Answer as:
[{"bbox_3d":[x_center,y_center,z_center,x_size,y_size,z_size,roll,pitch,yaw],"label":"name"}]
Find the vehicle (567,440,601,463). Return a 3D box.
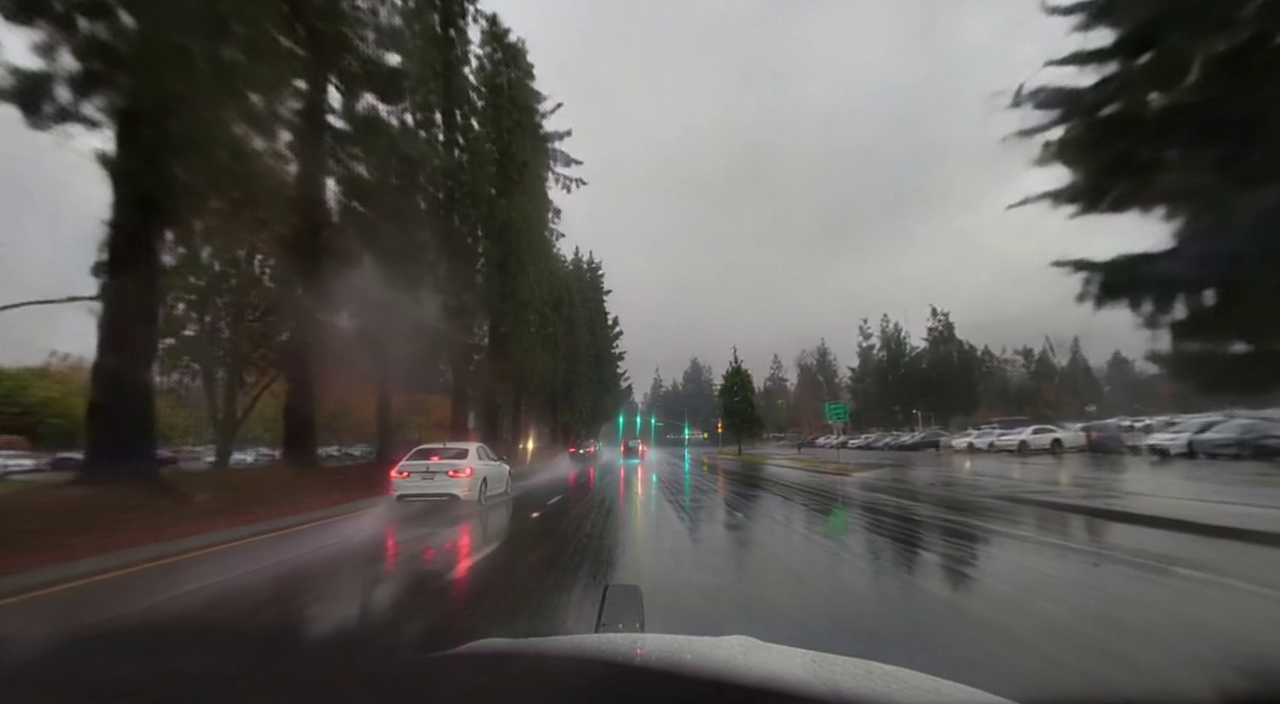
[{"bbox_3d":[-4.094,7.322,46.799,2.103,1.592,4.160,0,-8,0],"label":"vehicle"}]

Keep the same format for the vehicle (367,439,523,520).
[{"bbox_3d":[-3.855,2.573,13.397,1.905,1.418,4.396,0,-8,0],"label":"vehicle"}]

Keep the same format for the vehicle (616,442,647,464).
[{"bbox_3d":[-0.572,6.767,42.498,1.991,1.431,4.199,0,-8,-1],"label":"vehicle"}]
